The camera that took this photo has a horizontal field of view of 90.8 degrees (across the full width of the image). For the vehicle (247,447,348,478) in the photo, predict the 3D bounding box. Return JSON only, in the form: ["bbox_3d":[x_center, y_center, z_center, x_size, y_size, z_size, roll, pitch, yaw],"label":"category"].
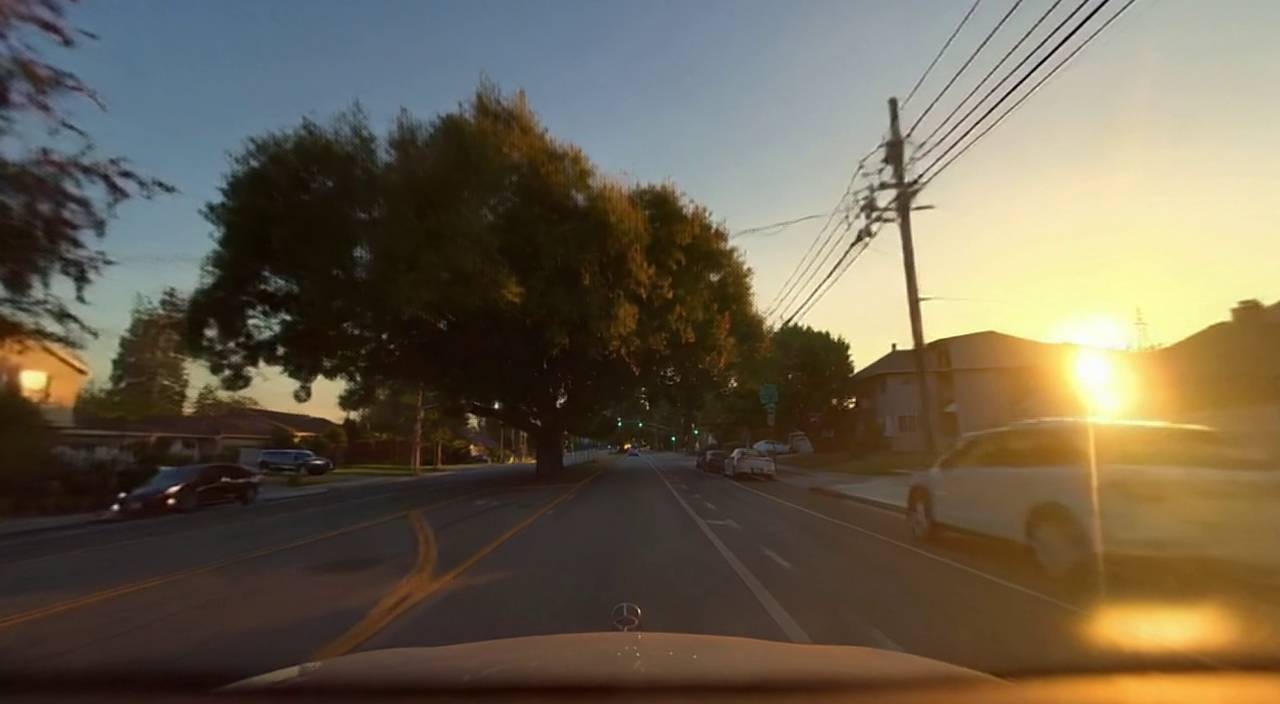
[{"bbox_3d":[-20.944,6.756,38.806,4.931,1.801,2.142,0,-9,-1],"label":"vehicle"}]

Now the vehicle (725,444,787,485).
[{"bbox_3d":[4.766,4.639,26.329,1.875,1.540,3.402,0,-9,-1],"label":"vehicle"}]

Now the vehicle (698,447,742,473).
[{"bbox_3d":[4.673,6.402,37.775,2.065,1.463,4.814,0,-8,1],"label":"vehicle"}]

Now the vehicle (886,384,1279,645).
[{"bbox_3d":[4.739,1.468,6.817,2.180,1.782,4.790,0,-9,-1],"label":"vehicle"}]

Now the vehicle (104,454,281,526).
[{"bbox_3d":[-12.304,3.770,17.806,1.939,1.537,4.197,-3,-7,0],"label":"vehicle"}]
